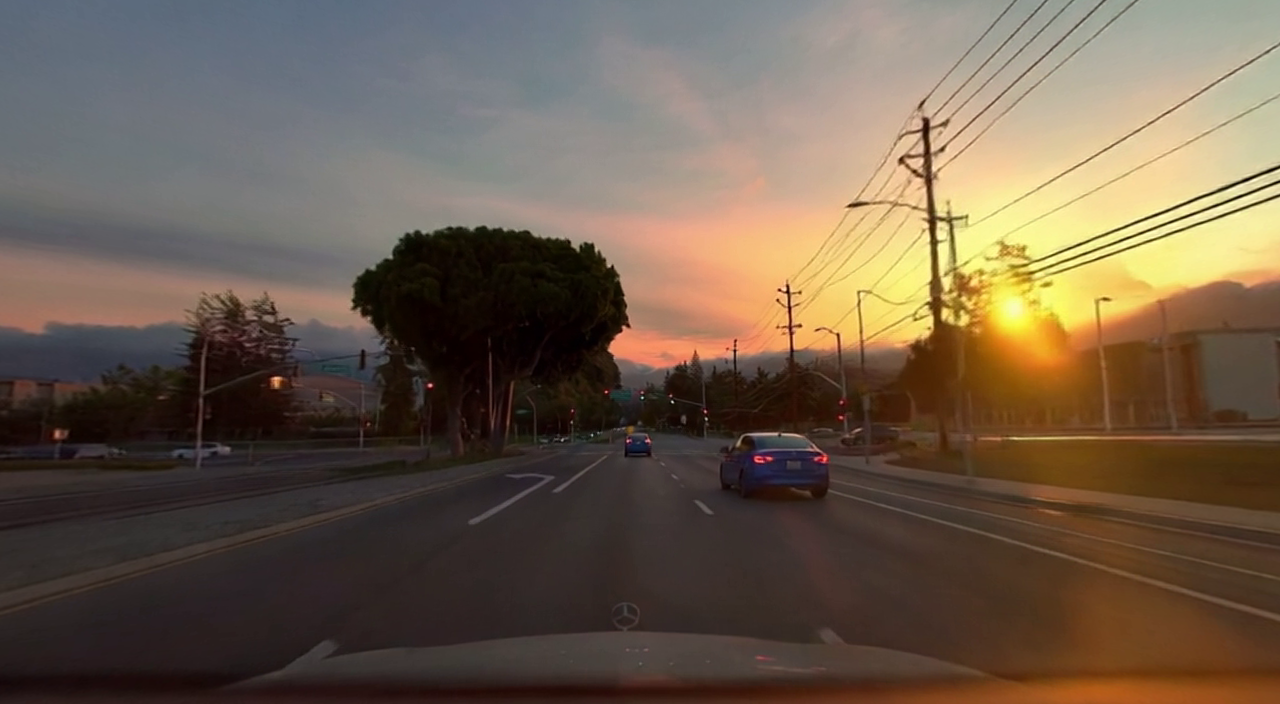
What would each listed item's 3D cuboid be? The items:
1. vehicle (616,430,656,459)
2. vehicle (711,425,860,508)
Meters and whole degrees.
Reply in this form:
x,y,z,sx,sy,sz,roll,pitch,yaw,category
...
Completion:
x,y,z,sx,sy,sz,roll,pitch,yaw,category
-0.222,5.106,34.988,2.110,1.466,3.860,0,-8,-1,vehicle
2.795,2.313,13.262,2.004,1.448,4.263,0,-8,-2,vehicle
